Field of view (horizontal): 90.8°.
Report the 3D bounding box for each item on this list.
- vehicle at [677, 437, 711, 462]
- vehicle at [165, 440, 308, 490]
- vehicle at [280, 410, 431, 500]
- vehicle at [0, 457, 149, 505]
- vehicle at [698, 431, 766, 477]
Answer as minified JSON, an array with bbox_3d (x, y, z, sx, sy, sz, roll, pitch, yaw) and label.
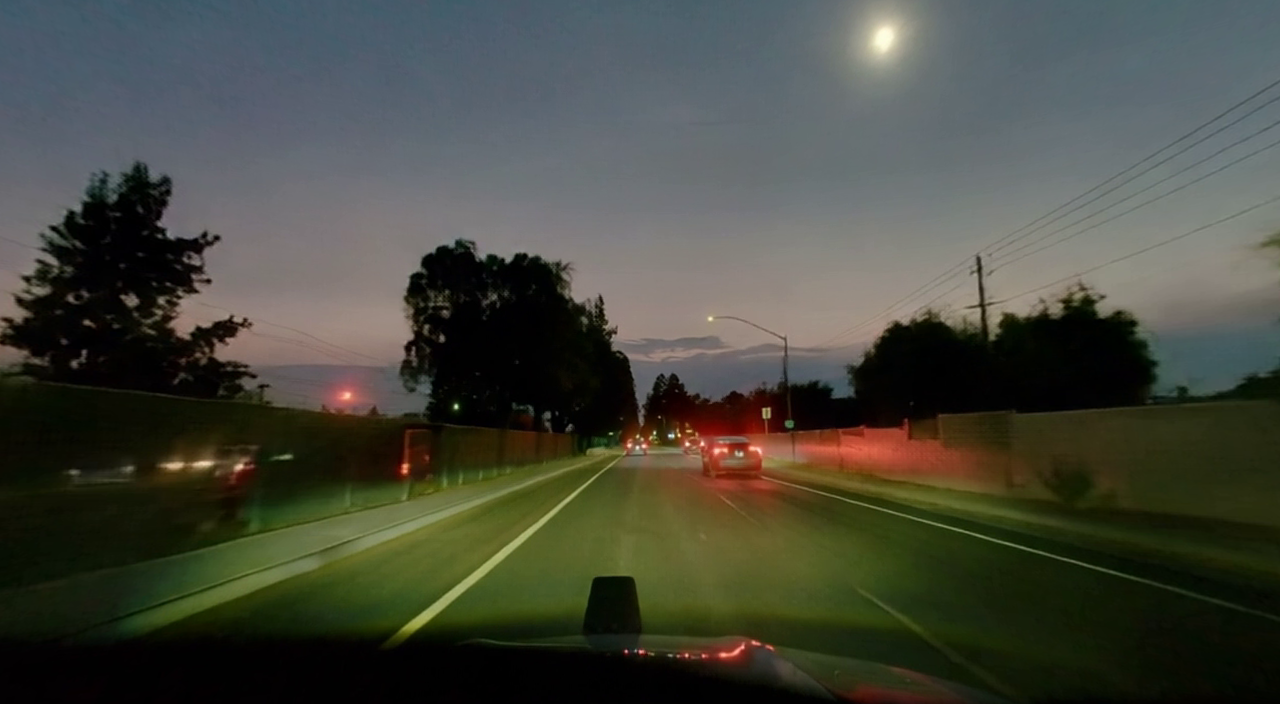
[{"bbox_3d":[3.834,7.014,45.482,2.012,1.653,4.115,0,-8,-1],"label":"vehicle"},{"bbox_3d":[-17.776,4.975,28.368,2.434,1.965,6.029,0,-8,0],"label":"vehicle"},{"bbox_3d":[-8.935,3.250,20.133,3.613,2.628,2.227,0,-9,2],"label":"vehicle"},{"bbox_3d":[-21.985,4.960,24.674,2.005,1.567,4.461,0,-8,0],"label":"vehicle"},{"bbox_3d":[3.901,4.408,27.603,2.112,1.825,4.574,0,-8,-2],"label":"vehicle"}]
